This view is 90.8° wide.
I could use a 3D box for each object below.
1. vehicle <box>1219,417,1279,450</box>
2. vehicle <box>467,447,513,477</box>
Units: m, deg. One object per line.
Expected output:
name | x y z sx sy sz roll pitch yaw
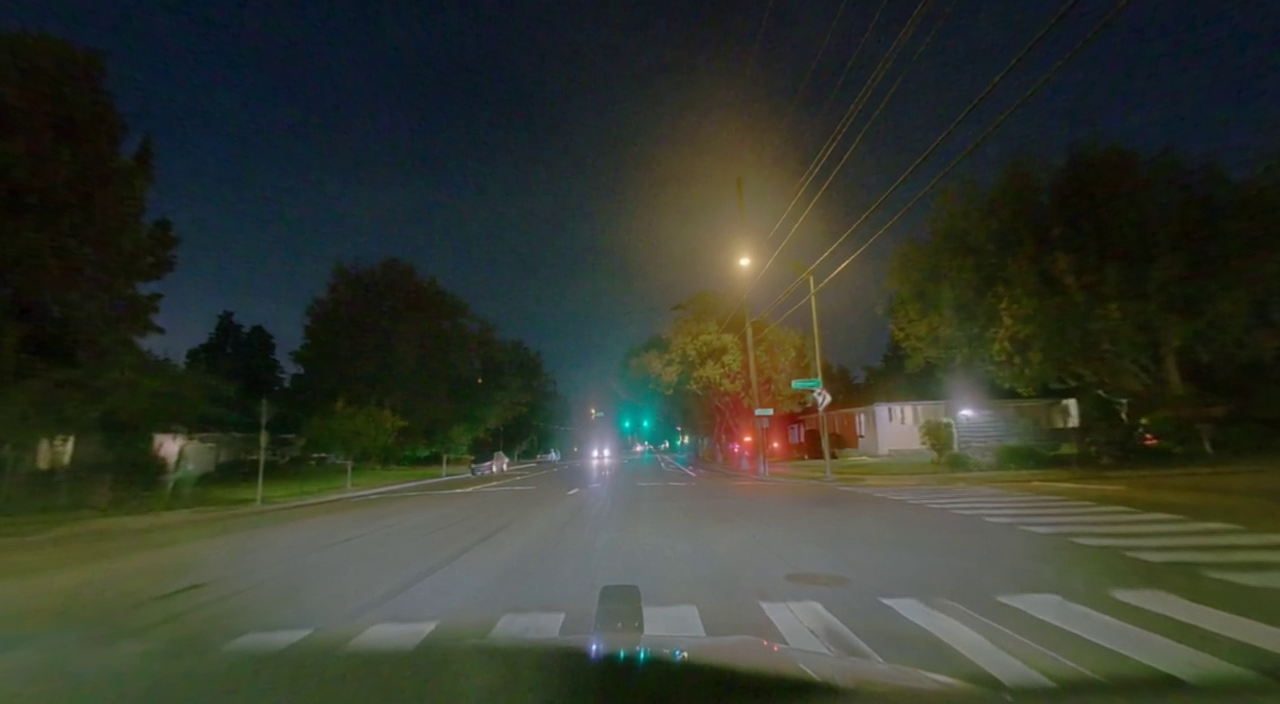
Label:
vehicle | 34.305 4.389 33.910 2.031 1.661 4.509 0 -8 -3
vehicle | -10.823 7.920 45.840 2.024 1.795 5.054 -6 -8 -1
